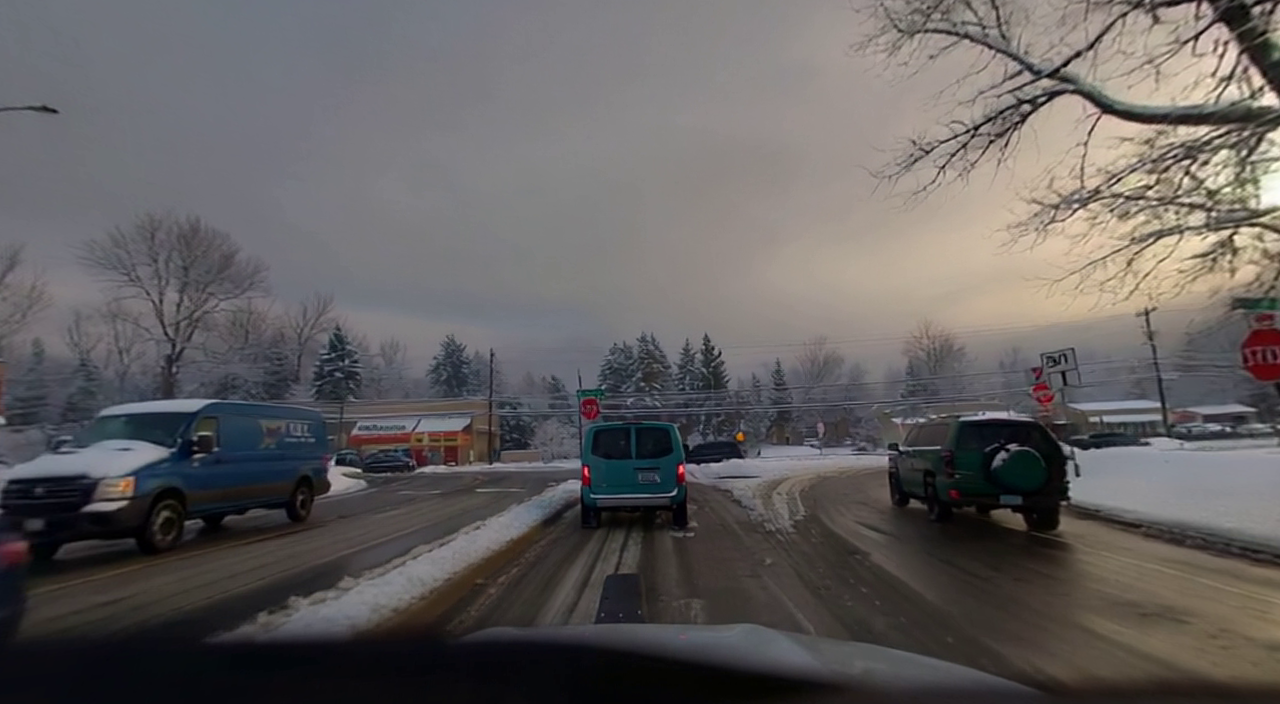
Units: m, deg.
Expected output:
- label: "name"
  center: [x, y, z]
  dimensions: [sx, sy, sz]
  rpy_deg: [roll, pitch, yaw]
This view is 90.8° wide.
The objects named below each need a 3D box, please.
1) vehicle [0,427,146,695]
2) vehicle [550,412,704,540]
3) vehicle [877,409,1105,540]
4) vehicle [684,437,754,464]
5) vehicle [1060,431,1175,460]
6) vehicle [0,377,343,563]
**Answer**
- label: "vehicle"
  center: [-4.519, 0.950, 2.168]
  dimensions: [1.869, 1.465, 4.503]
  rpy_deg: [0, -9, 2]
- label: "vehicle"
  center: [-0.017, 2.150, 11.508]
  dimensions: [2.237, 1.828, 4.546]
  rpy_deg: [-1, -9, 4]
- label: "vehicle"
  center: [6.307, 2.258, 12.236]
  dimensions: [2.204, 1.973, 4.946]
  rpy_deg: [-1, -9, 9]
- label: "vehicle"
  center: [5.456, 6.738, 43.277]
  dimensions: [4.651, 1.710, 1.985]
  rpy_deg: [7, -11, -37]
- label: "vehicle"
  center: [26.542, 5.198, 35.160]
  dimensions: [5.155, 1.515, 2.131]
  rpy_deg: [2, -9, -12]
- label: "vehicle"
  center: [-7.650, 1.924, 10.867]
  dimensions: [2.426, 2.410, 5.046]
  rpy_deg: [0, -9, 2]
